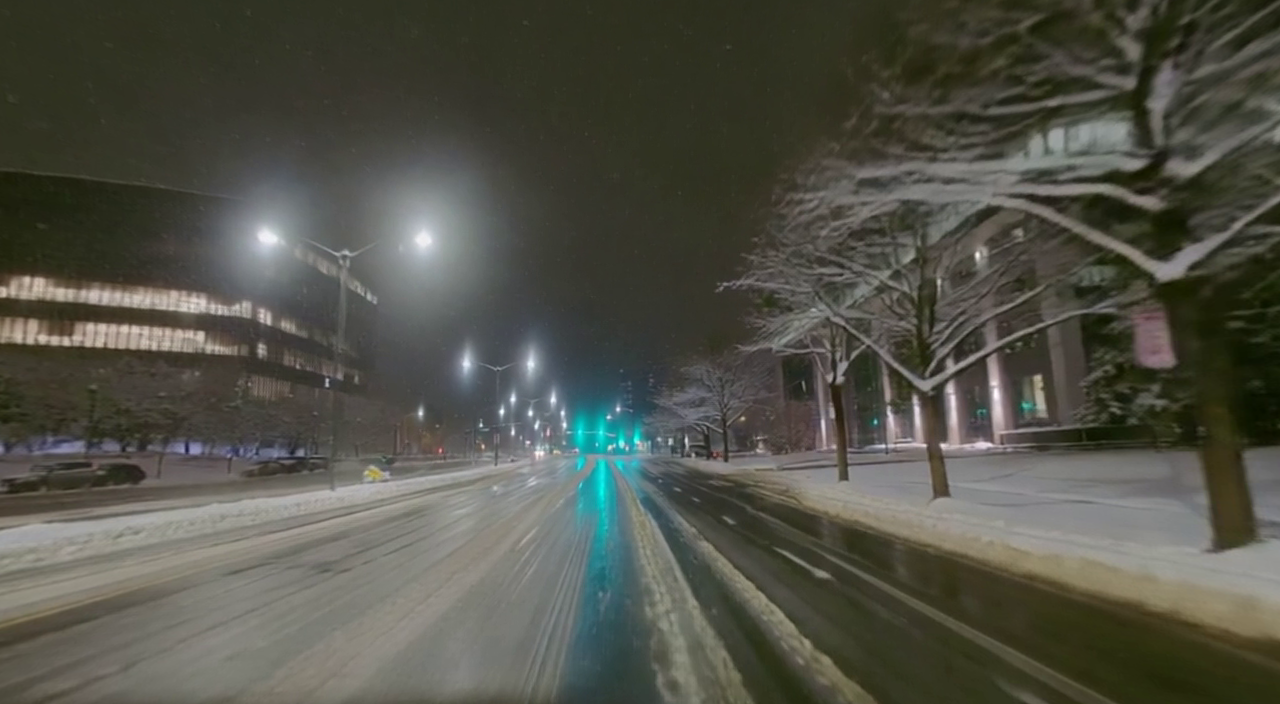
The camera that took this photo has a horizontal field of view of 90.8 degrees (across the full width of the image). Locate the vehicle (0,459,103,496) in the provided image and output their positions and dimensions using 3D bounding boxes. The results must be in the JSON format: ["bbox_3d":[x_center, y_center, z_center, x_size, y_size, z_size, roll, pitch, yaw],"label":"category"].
[{"bbox_3d":[-32.812,6.874,34.930,2.031,1.789,5.081,0,-8,-4],"label":"vehicle"}]

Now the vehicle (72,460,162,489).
[{"bbox_3d":[-33.279,7.789,40.397,2.034,1.618,4.667,1,-8,-5],"label":"vehicle"}]
